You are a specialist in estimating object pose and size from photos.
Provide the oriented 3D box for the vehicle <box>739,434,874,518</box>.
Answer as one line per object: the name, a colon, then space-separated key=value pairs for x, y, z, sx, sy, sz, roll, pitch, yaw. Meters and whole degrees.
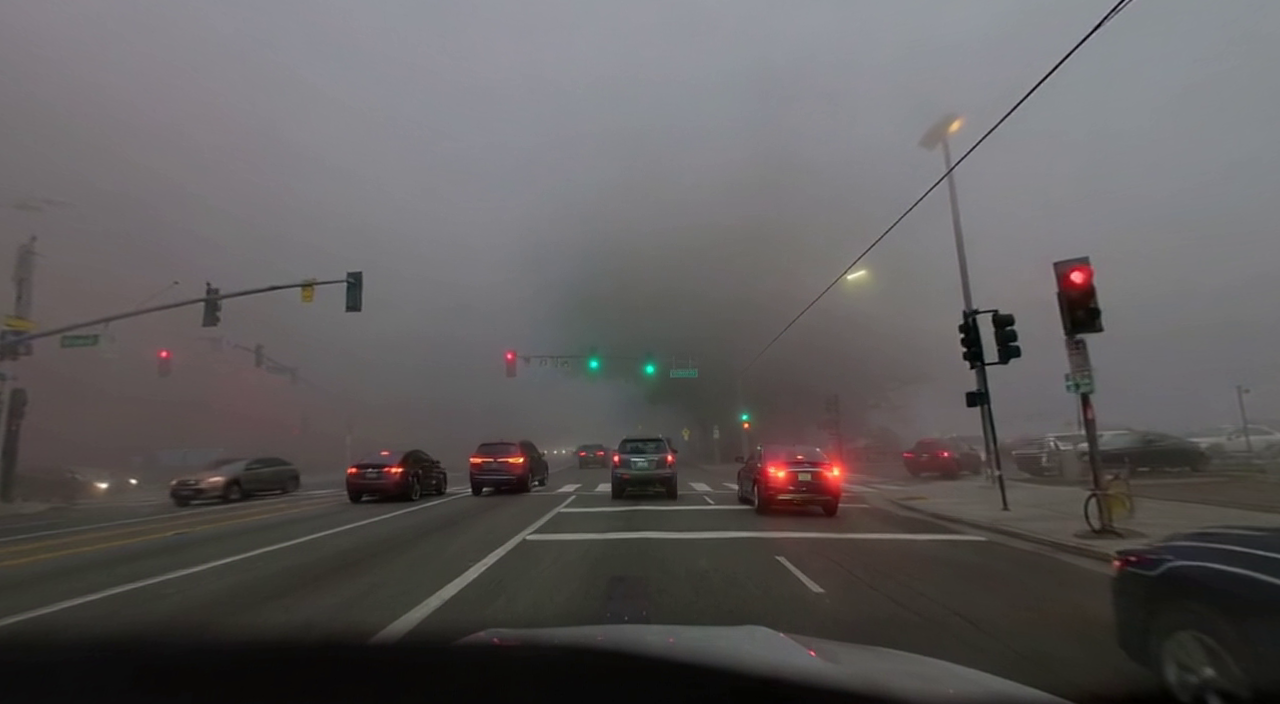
vehicle: x=3.337 y=2.565 z=13.600 sx=2.030 sy=1.492 sz=4.383 roll=-1 pitch=-8 yaw=4

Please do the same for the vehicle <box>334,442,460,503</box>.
vehicle: x=-6.676 y=3.334 z=17.888 sx=1.852 sy=1.495 sz=4.211 roll=0 pitch=-8 yaw=1

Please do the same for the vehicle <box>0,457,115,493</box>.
vehicle: x=-29.822 y=6.245 z=32.234 sx=4.337 sy=1.690 sz=1.875 roll=-1 pitch=-8 yaw=5

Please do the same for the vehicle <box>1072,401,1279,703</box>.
vehicle: x=3.541 y=0.818 z=1.621 sx=1.927 sy=1.498 sz=4.169 roll=0 pitch=-8 yaw=1

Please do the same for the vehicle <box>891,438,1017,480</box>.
vehicle: x=12.189 y=4.107 z=24.430 sx=4.566 sy=1.457 sz=1.986 roll=4 pitch=-9 yaw=-27

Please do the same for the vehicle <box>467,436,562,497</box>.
vehicle: x=-3.642 y=3.395 z=19.114 sx=1.886 sy=1.599 sz=4.247 roll=0 pitch=-8 yaw=1

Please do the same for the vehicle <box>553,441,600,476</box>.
vehicle: x=-3.182 y=5.427 z=32.399 sx=1.894 sy=1.642 sz=3.861 roll=0 pitch=-8 yaw=1

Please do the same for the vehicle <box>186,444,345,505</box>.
vehicle: x=-11.404 y=3.723 z=19.679 sx=2.077 sy=1.657 sz=4.589 roll=0 pitch=-8 yaw=1

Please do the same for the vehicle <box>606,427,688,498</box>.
vehicle: x=0.206 y=3.096 z=18.037 sx=2.075 sy=1.770 sz=4.018 roll=0 pitch=-8 yaw=1

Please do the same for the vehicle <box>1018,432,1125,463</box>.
vehicle: x=23.012 y=5.101 z=33.731 sx=4.236 sy=1.617 sz=1.832 roll=-1 pitch=-9 yaw=9
